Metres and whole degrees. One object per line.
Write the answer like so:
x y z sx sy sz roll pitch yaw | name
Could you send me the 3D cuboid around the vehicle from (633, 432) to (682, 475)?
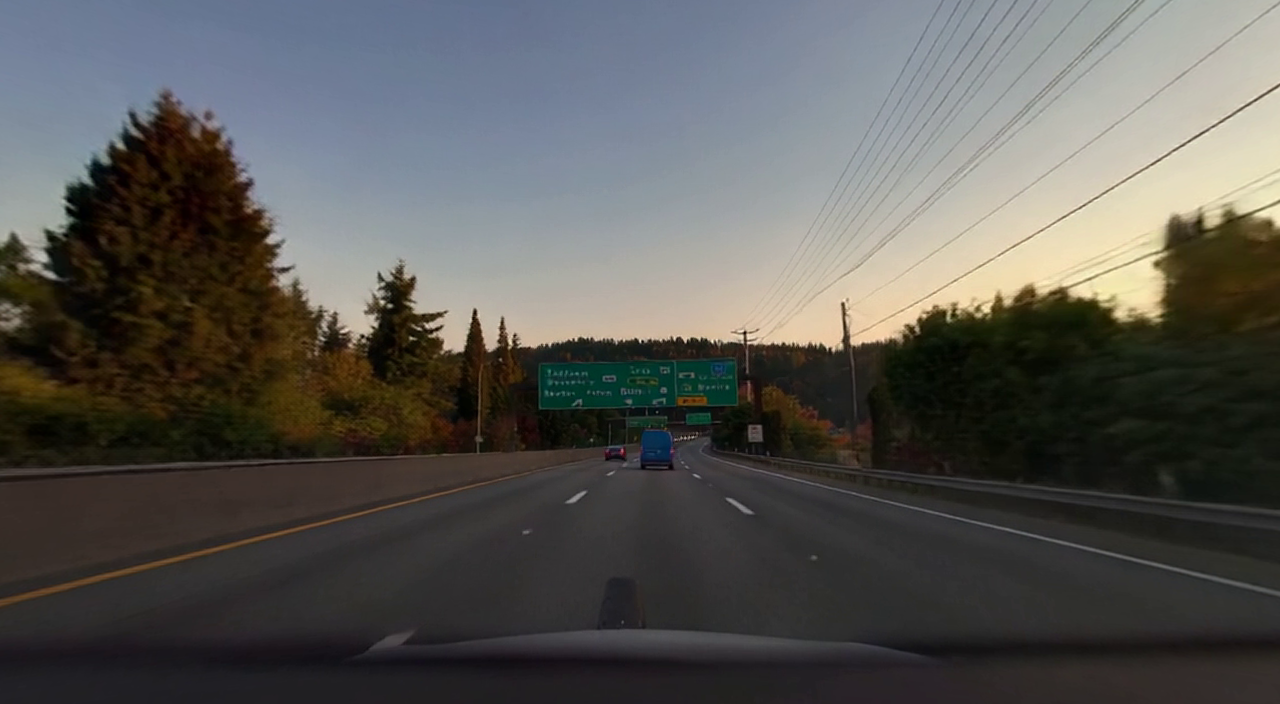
0.903 5.114 31.895 2.261 1.969 5.104 0 -9 2 | vehicle
